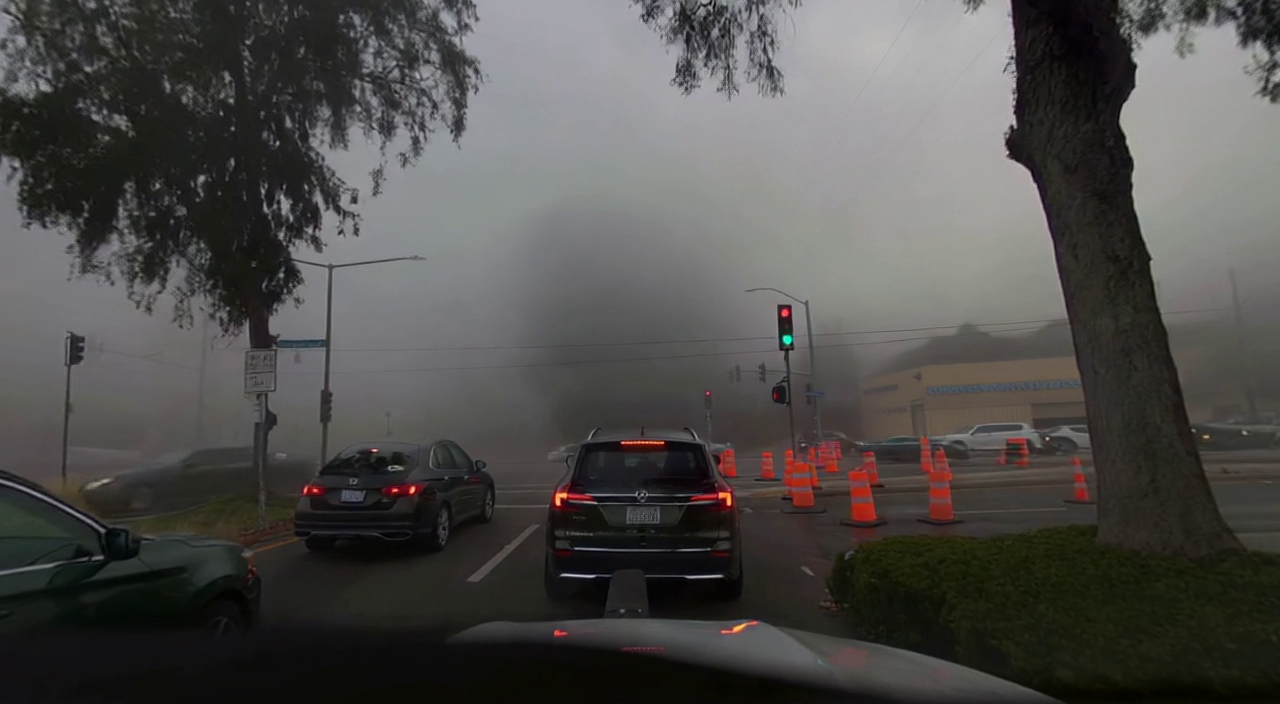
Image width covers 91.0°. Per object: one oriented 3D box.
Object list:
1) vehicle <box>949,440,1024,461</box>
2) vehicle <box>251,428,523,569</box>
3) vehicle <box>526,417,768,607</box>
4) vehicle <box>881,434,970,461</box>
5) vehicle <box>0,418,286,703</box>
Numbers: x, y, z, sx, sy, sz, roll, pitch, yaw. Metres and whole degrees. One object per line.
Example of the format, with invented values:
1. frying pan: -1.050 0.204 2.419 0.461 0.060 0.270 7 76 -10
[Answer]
1. vehicle: 25.965 7.391 47.272 4.581 1.480 1.752 0 -9 0
2. vehicle: -3.286 1.999 9.448 1.989 1.541 4.626 0 -9 2
3. vehicle: 0.098 1.625 7.209 2.021 1.560 3.676 0 -9 1
4. vehicle: 18.423 6.214 40.832 4.805 1.688 1.923 -1 -9 4
5. vehicle: -3.597 0.952 2.143 1.964 1.497 4.722 0 -9 1
